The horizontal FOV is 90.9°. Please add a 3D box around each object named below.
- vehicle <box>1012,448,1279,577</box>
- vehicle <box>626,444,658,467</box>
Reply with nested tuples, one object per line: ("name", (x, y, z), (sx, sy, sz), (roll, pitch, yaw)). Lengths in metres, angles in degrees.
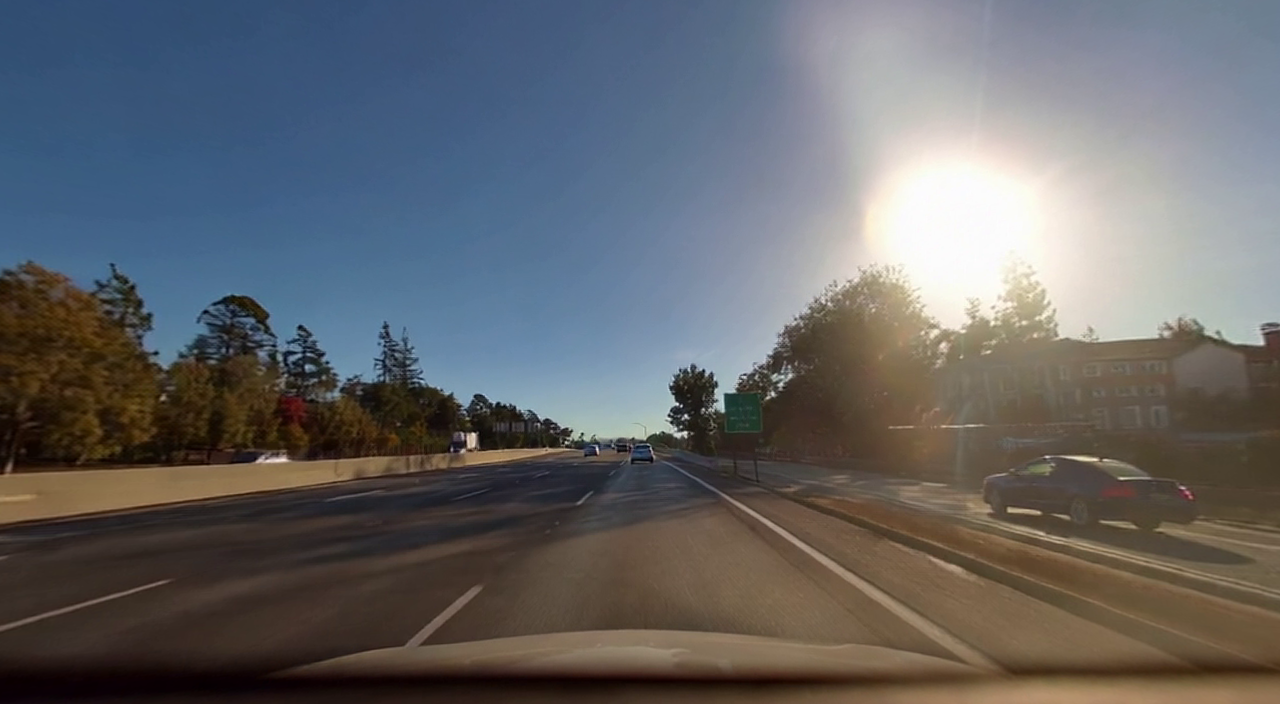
("vehicle", (11.054, 3.026, 13.137), (2.599, 1.962, 5.759), (1, -8, -7))
("vehicle", (0.144, 6.990, 42.958), (2.051, 1.443, 3.770), (0, -8, 0))
